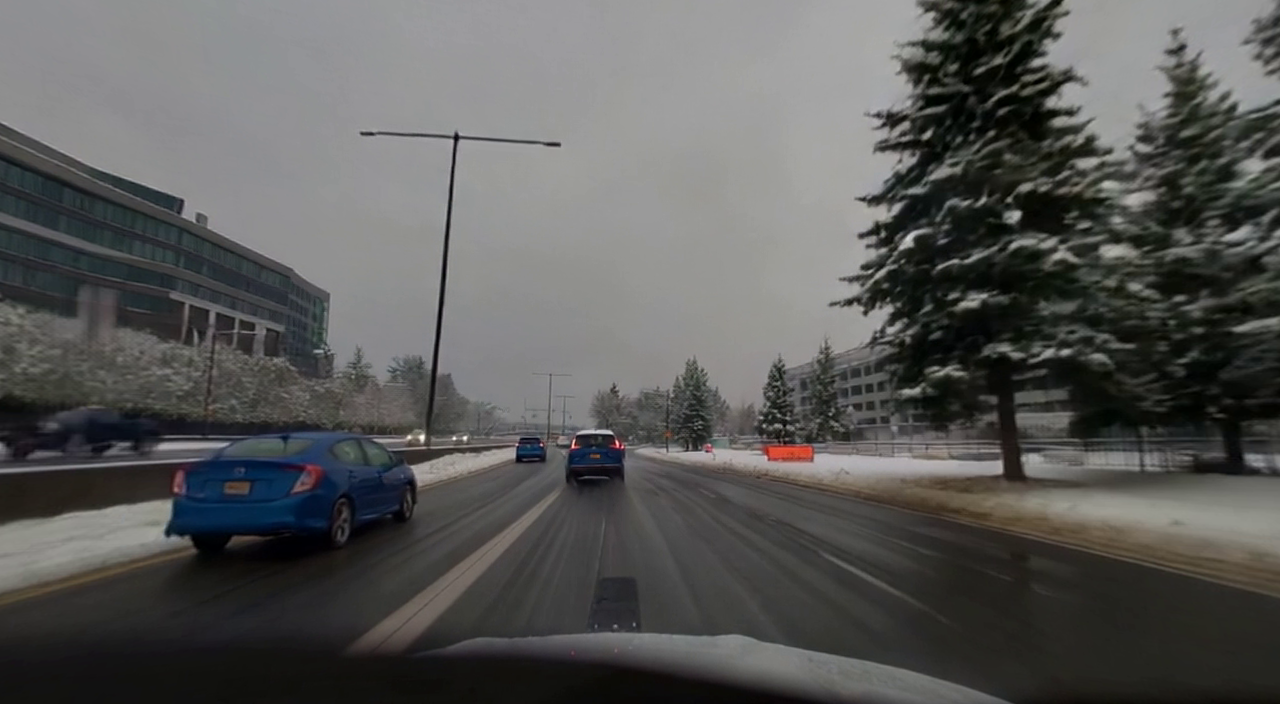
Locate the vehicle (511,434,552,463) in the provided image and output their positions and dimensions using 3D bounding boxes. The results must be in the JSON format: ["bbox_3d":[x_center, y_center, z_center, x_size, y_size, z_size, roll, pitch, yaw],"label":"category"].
[{"bbox_3d":[-5.980,5.337,35.019,1.888,1.486,4.310,1,-8,-5],"label":"vehicle"}]

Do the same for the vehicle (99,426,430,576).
[{"bbox_3d":[-4.250,1.686,8.056,1.848,1.406,4.013,0,-8,-2],"label":"vehicle"}]

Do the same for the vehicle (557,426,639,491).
[{"bbox_3d":[-1.061,2.753,16.653,1.913,1.499,3.581,0,-8,-2],"label":"vehicle"}]

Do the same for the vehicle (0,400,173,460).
[{"bbox_3d":[-18.969,2.734,21.782,1.974,1.822,4.999,0,-8,-4],"label":"vehicle"}]
